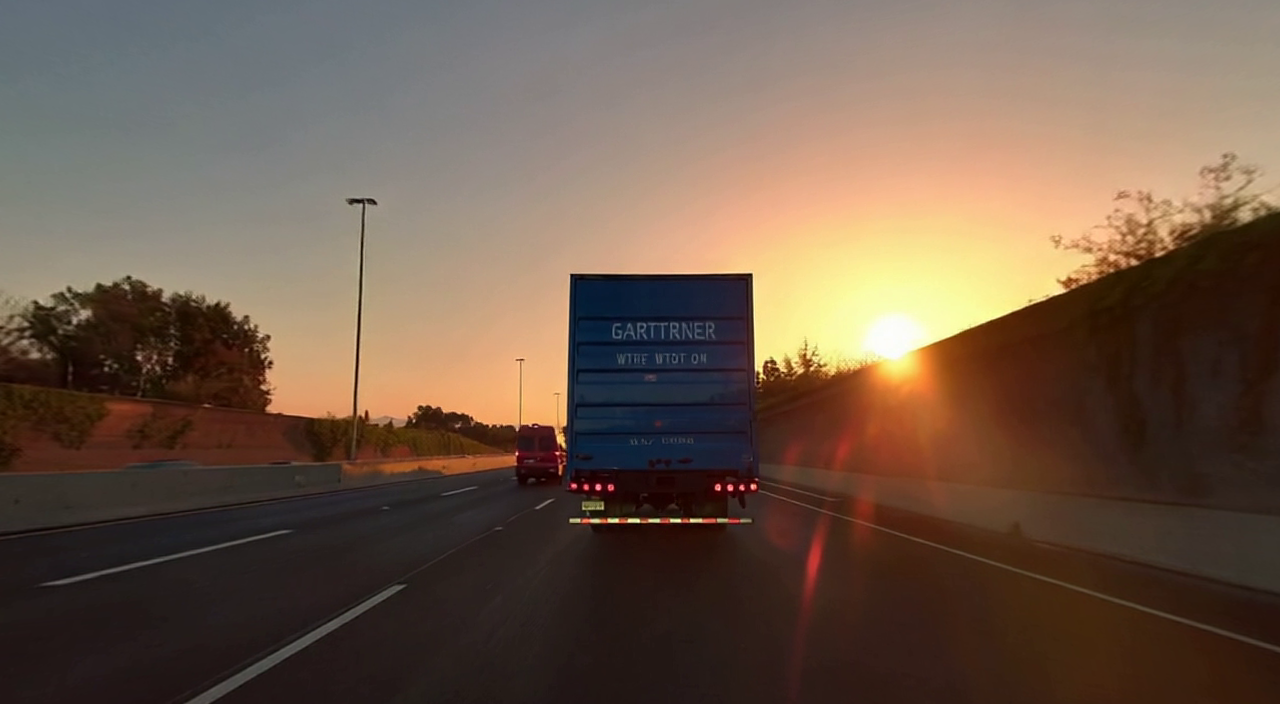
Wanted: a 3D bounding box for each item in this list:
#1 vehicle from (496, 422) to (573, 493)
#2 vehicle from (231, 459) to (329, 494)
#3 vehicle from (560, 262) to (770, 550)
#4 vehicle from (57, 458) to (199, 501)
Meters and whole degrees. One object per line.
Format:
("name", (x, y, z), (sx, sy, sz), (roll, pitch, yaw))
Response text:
("vehicle", (-4.048, 4.207, 25.297), (2.208, 2.522, 5.187), (0, -9, 0))
("vehicle", (-17.518, 6.044, 31.013), (1.985, 1.491, 4.900), (0, -9, -1))
("vehicle", (0.415, 1.518, 14.110), (2.853, 4.054, 10.557), (0, -9, 1))
("vehicle", (-21.106, 5.238, 26.349), (1.963, 1.545, 4.717), (0, -9, 0))
